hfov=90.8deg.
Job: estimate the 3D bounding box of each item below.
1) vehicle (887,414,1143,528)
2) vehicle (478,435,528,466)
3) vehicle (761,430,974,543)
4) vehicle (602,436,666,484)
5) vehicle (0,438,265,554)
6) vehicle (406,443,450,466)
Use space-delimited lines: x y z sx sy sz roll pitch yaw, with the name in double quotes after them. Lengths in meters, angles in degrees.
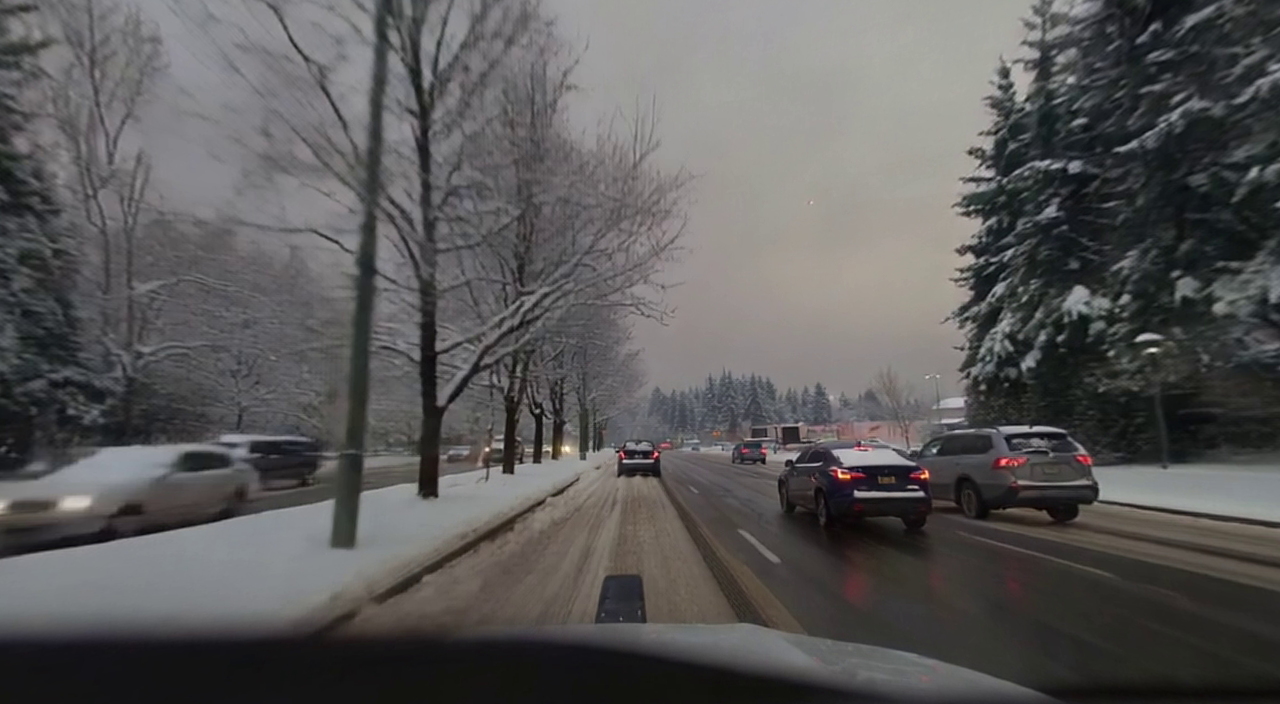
6.938 2.245 12.503 2.134 1.810 4.590 0 -8 -1 "vehicle"
-9.221 6.694 43.030 2.246 1.943 5.493 0 -8 0 "vehicle"
3.423 2.086 10.503 1.858 1.466 4.230 0 -8 -2 "vehicle"
-0.210 3.693 21.821 1.994 1.479 3.647 0 -8 -1 "vehicle"
-8.600 2.204 10.466 1.993 1.458 4.614 -1 -8 -1 "vehicle"
-16.519 8.027 49.501 1.903 1.675 4.547 0 -8 -1 "vehicle"
